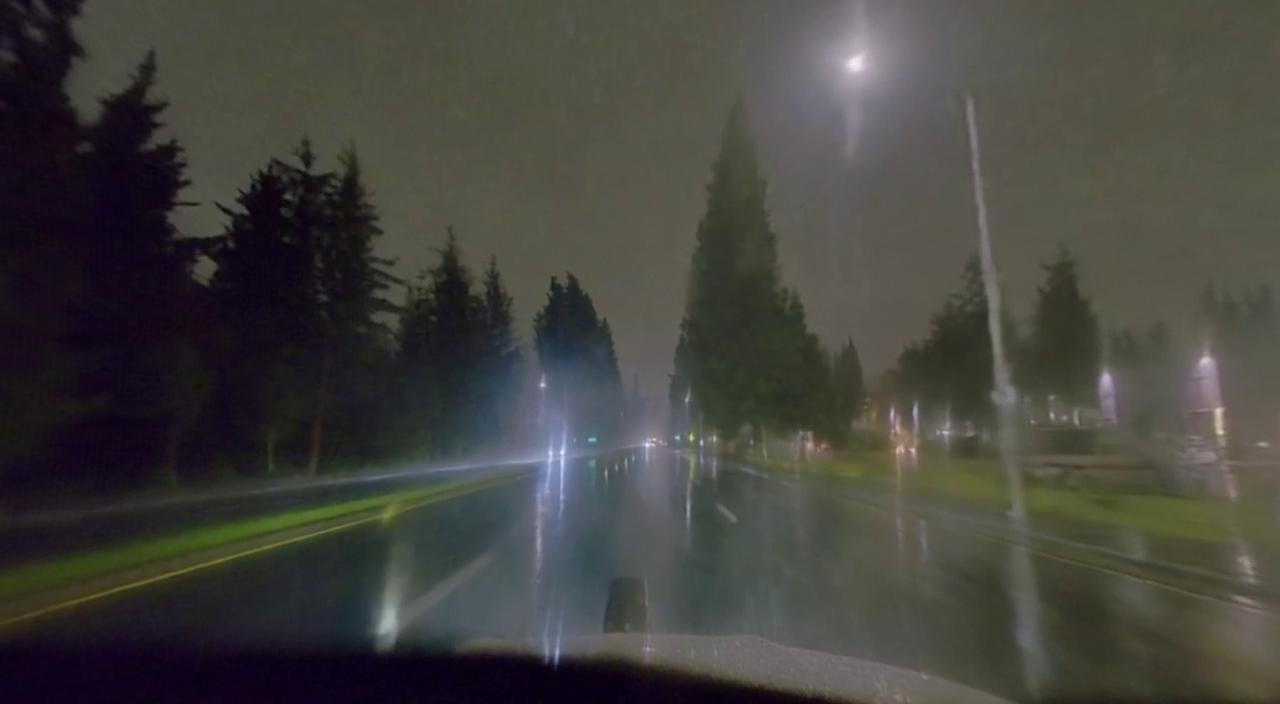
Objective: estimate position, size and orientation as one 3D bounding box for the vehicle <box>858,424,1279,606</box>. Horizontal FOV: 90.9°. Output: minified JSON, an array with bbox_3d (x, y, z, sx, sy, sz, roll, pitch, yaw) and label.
[{"bbox_3d":[4.534,1.698,7.613,2.184,1.496,4.615,0,-8,1],"label":"vehicle"}]
